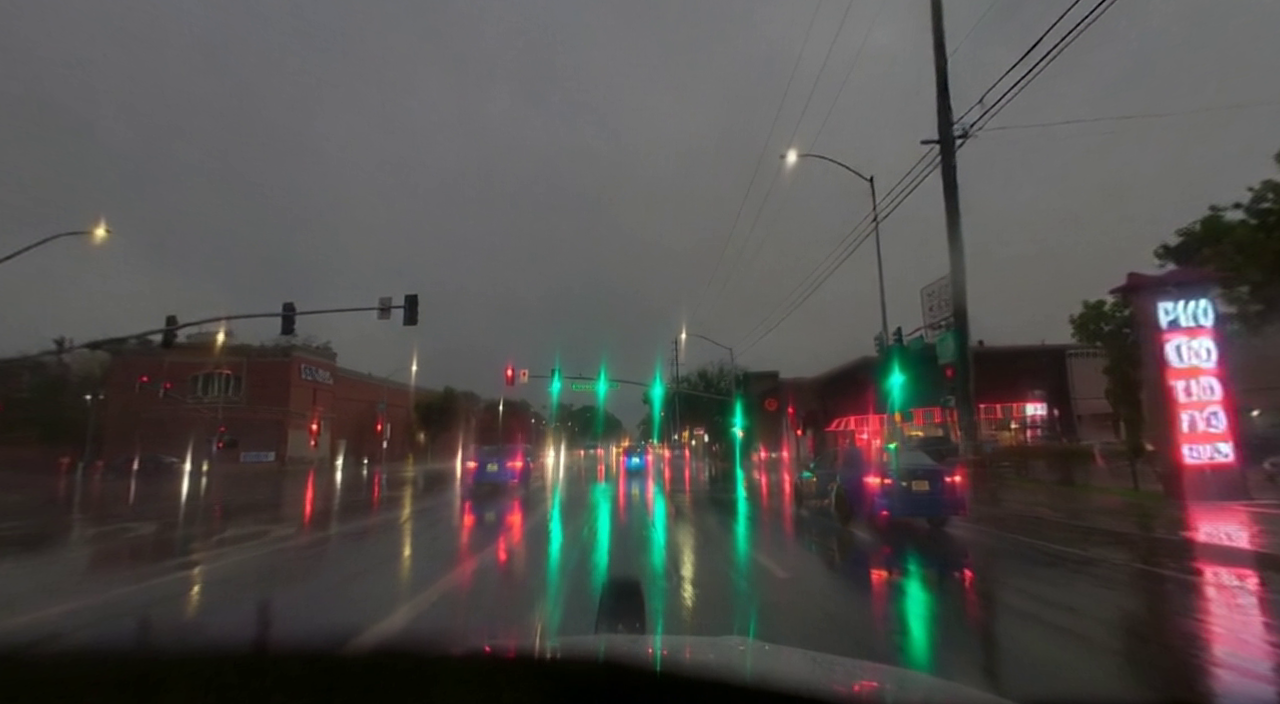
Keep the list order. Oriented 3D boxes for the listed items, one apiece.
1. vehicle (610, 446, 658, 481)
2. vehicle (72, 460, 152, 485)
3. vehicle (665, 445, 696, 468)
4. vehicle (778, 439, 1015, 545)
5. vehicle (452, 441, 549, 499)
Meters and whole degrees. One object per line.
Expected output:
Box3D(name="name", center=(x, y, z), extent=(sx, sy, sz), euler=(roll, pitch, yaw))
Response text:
Box3D(name="vehicle", center=(-0.315, 5.175, 29.574), extent=(2.072, 1.473, 4.139), euler=(0, -8, -1))
Box3D(name="vehicle", center=(-37.498, 8.544, 44.934), extent=(3.931, 1.653, 2.134), euler=(-1, -9, 7))
Box3D(name="vehicle", center=(3.005, 7.851, 47.722), extent=(1.986, 1.660, 4.006), euler=(0, -8, -2))
Box3D(name="vehicle", center=(4.215, 2.365, 11.537), extent=(2.119, 1.479, 4.910), euler=(0, -8, -2))
Box3D(name="vehicle", center=(-4.195, 3.625, 19.857), extent=(2.035, 1.564, 4.702), euler=(0, -8, -1))
